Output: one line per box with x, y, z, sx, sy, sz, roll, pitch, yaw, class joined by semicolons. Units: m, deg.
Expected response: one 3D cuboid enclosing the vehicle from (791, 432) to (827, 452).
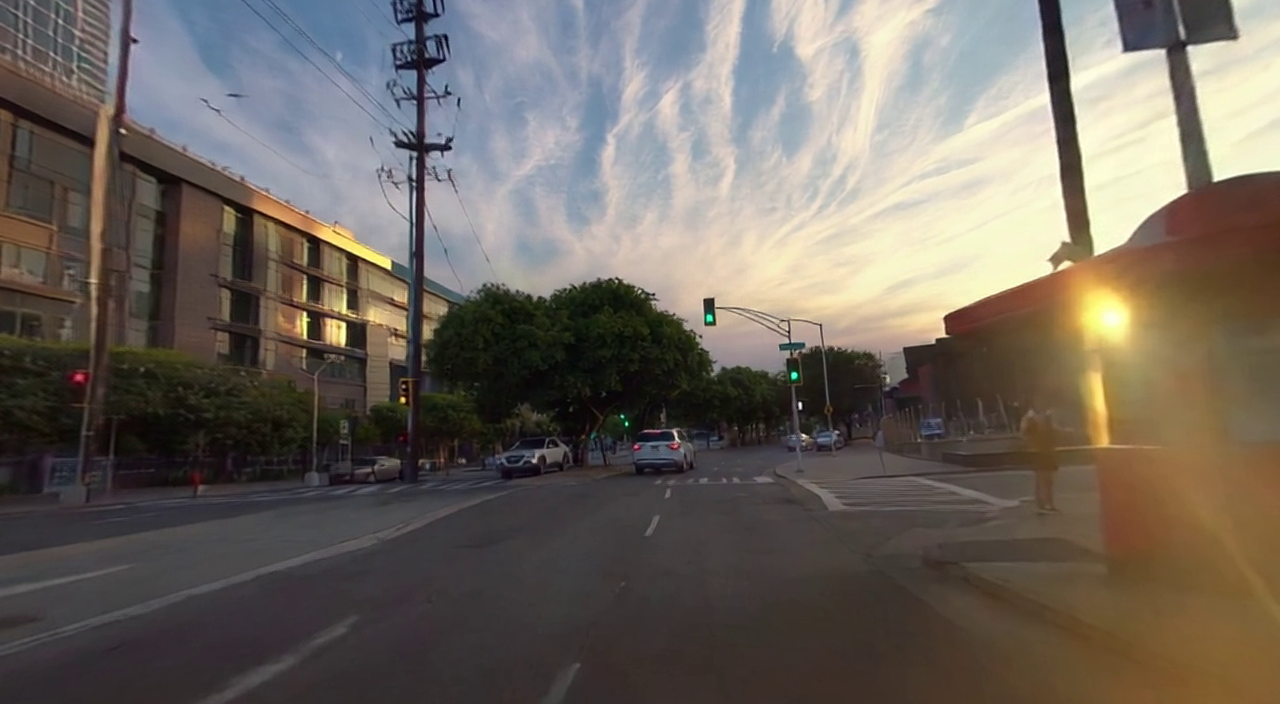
13.200;7.041;49.123;2.006;1.470;4.099;-4;-9;24;vehicle

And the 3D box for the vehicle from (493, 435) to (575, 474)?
-4.963;4.876;30.230;2.017;1.684;4.483;-3;-9;17;vehicle

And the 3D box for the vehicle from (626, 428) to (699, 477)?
0.993;3.970;25.027;2.101;1.721;4.364;-2;-9;13;vehicle
